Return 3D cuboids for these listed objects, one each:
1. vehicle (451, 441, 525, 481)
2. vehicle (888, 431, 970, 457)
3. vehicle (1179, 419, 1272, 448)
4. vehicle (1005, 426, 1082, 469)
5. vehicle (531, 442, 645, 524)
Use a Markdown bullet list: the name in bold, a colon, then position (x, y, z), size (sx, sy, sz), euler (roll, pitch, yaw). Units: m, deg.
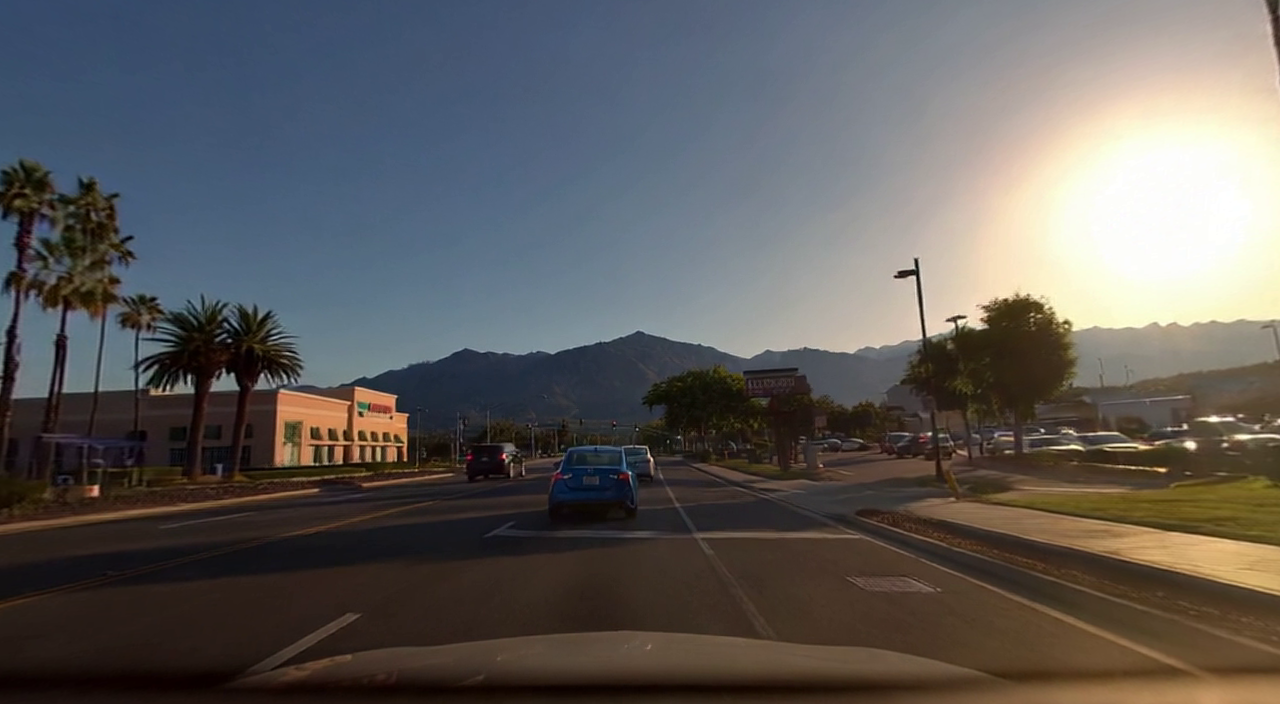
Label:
- **vehicle**: position (-7.743, 5.596, 32.765), size (2.400, 1.900, 5.325), euler (0, -8, 1)
- **vehicle**: position (19.049, 6.085, 41.774), size (1.925, 1.652, 4.490), euler (6, -10, -35)
- **vehicle**: position (38.297, 5.359, 41.389), size (4.321, 1.578, 1.958), euler (-3, -8, -7)
- **vehicle**: position (15.874, 3.728, 24.741), size (1.961, 1.526, 4.640), euler (-7, -11, 37)
- **vehicle**: position (-1.015, 2.692, 13.565), size (2.067, 1.459, 3.886), euler (0, -8, -2)
